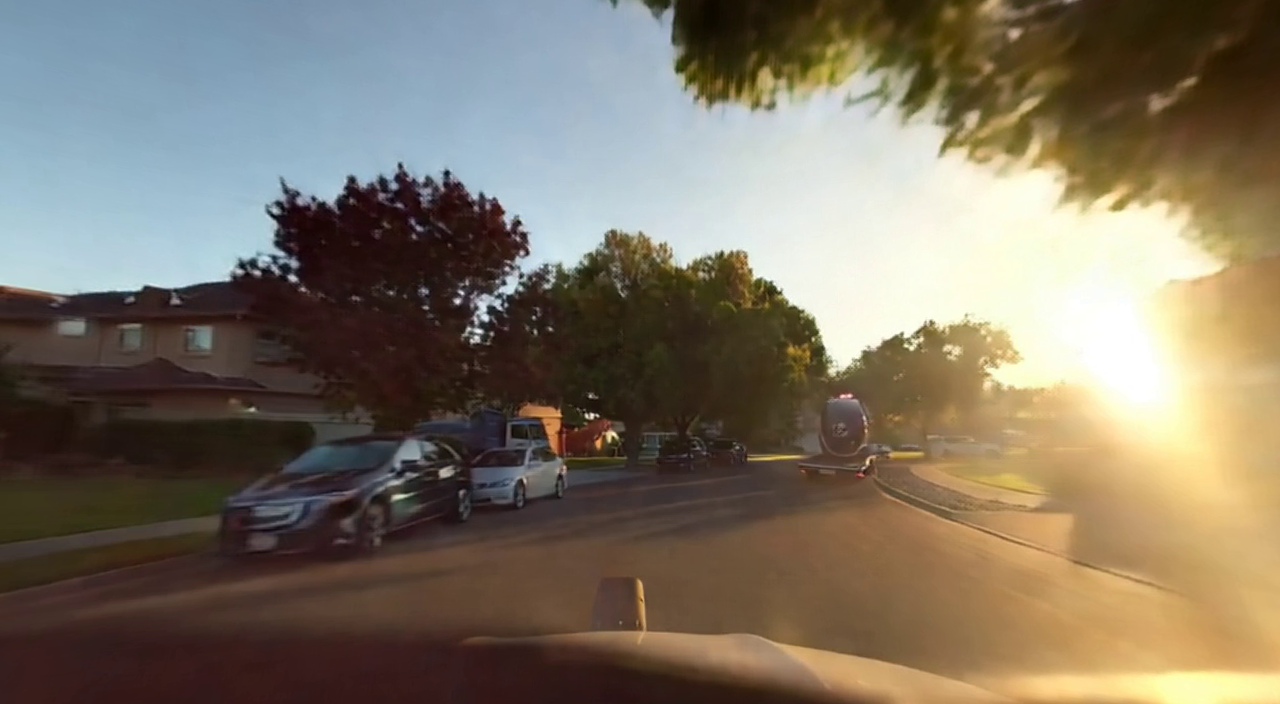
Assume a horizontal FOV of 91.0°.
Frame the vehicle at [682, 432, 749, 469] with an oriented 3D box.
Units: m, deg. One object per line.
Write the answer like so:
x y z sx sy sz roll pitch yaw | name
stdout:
5.218 6.628 42.538 2.632 2.249 6.179 -4 -9 24 | vehicle

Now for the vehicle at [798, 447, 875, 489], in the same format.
8.664 4.926 27.423 2.804 1.336 6.700 -2 -7 19 | vehicle

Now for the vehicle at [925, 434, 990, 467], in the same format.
21.245 6.601 42.252 3.470 2.123 1.584 0 -7 6 | vehicle

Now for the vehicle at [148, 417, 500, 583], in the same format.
-4.116 1.920 9.568 2.274 1.784 5.090 -1 -7 7 | vehicle

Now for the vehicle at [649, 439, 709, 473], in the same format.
2.222 5.699 34.662 2.052 1.745 4.737 -3 -9 19 | vehicle
